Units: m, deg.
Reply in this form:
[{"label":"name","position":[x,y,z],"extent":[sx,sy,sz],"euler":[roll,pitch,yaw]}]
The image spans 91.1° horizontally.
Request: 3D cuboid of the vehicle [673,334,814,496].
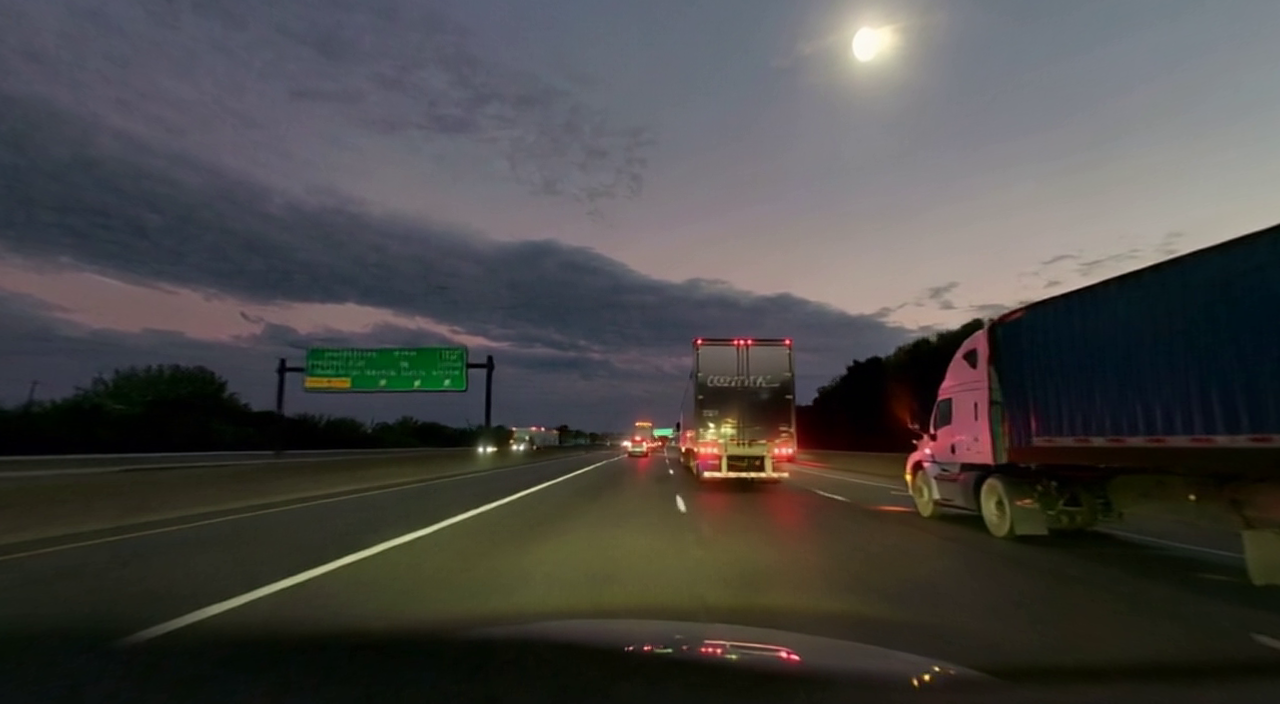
[{"label":"vehicle","position":[2.724,2.139,20.082],"extent":[2.920,3.860,10.035],"euler":[0,-8,1]}]
